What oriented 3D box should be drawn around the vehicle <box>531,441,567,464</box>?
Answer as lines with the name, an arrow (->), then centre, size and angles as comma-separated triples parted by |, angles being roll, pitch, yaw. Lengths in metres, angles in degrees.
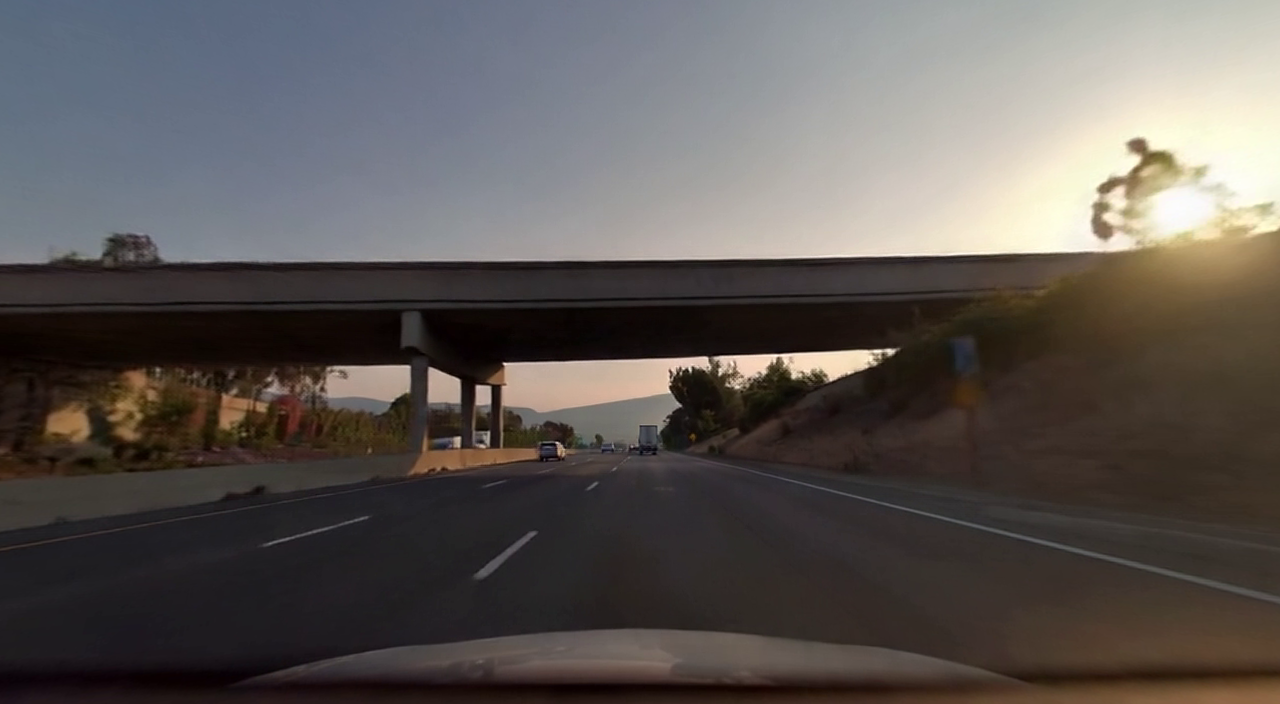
vehicle -> -6.897, 7.675, 48.279 | 1.981, 1.685, 4.171 | 0, -8, 2
